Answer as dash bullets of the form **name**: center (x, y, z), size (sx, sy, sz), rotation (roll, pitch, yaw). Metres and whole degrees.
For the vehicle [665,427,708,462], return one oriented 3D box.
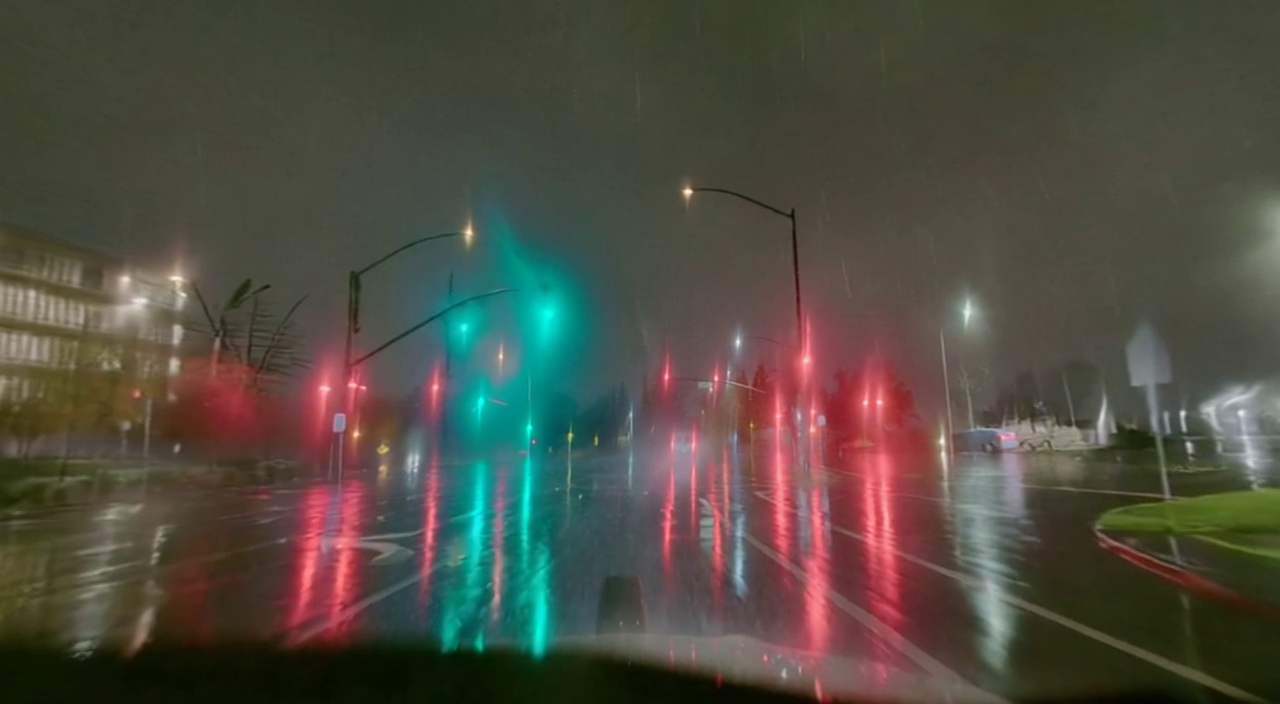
- **vehicle**: center (2.707, 5.238, 35.782), size (2.230, 1.827, 4.298), rotation (-1, -8, 7)

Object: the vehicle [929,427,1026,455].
- **vehicle**: center (20.533, 5.445, 38.701), size (4.952, 1.517, 1.997), rotation (-5, -7, 22)

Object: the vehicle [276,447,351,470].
- **vehicle**: center (-22.544, 7.300, 43.561), size (4.601, 1.521, 1.941), rotation (-3, -9, 21)

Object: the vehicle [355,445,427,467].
- **vehicle**: center (-17.979, 7.457, 45.566), size (4.643, 1.485, 2.016), rotation (-3, -9, 21)

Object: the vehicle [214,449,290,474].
- **vehicle**: center (-25.658, 7.212, 41.781), size (4.359, 1.508, 1.980), rotation (-3, -9, 21)
